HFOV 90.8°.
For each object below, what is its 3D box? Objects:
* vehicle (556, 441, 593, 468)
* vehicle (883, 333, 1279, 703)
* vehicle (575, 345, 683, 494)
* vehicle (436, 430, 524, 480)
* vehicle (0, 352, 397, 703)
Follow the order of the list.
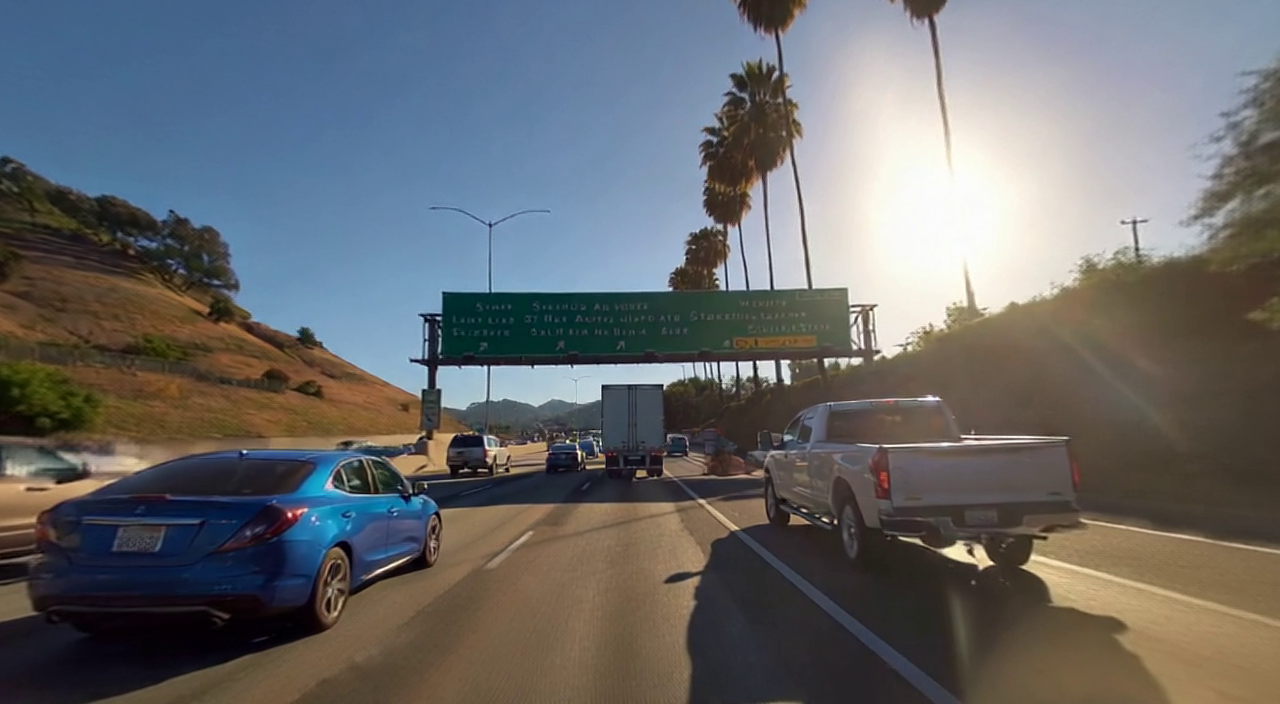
[{"bbox_3d":[-3.883,6.170,38.132,1.874,1.475,4.328,0,-9,-1],"label":"vehicle"},{"bbox_3d":[3.169,0.803,3.267,1.859,1.416,4.695,0,-9,-1],"label":"vehicle"},{"bbox_3d":[-0.207,2.614,22.511,2.906,4.040,10.743,0,-9,1],"label":"vehicle"},{"bbox_3d":[-6.863,4.491,27.865,2.344,1.954,5.579,0,-9,1],"label":"vehicle"},{"bbox_3d":[-3.212,1.075,3.767,1.885,1.654,4.103,0,-9,0],"label":"vehicle"}]
